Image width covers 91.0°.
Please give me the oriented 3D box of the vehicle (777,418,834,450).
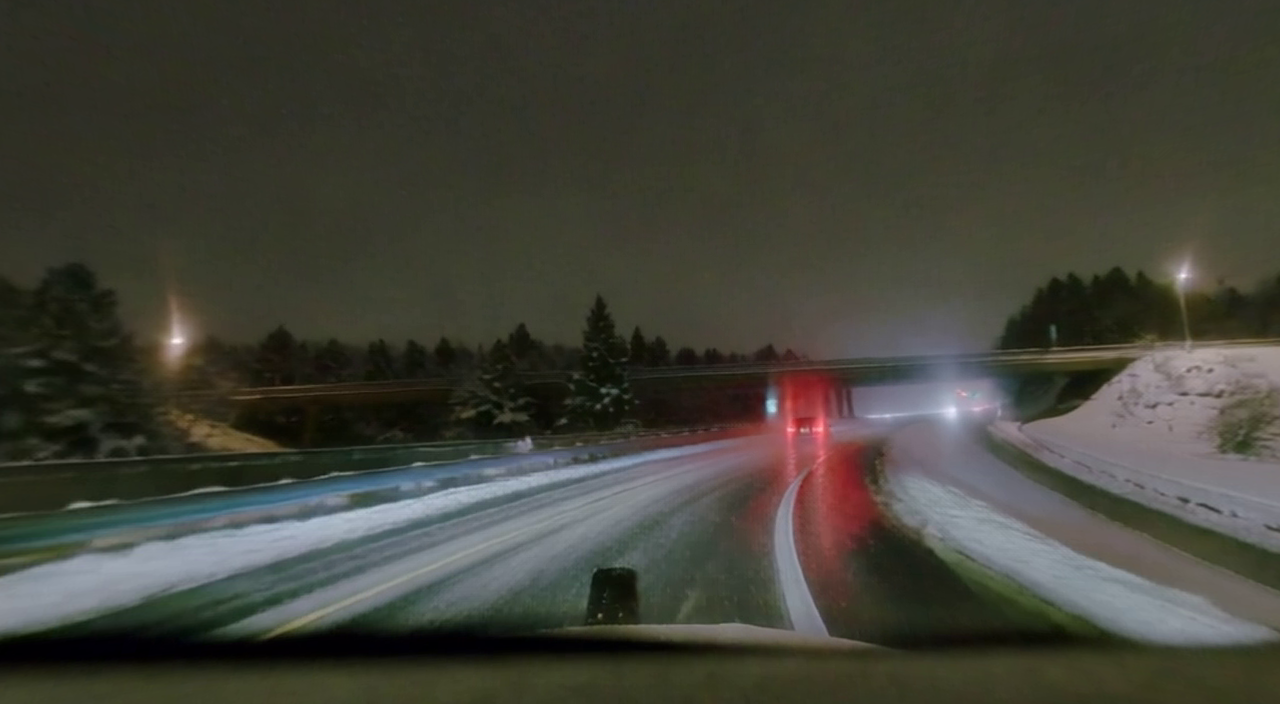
[{"bbox_3d":[8.307,4.098,31.434,2.028,1.440,3.970,-2,-8,25],"label":"vehicle"}]
